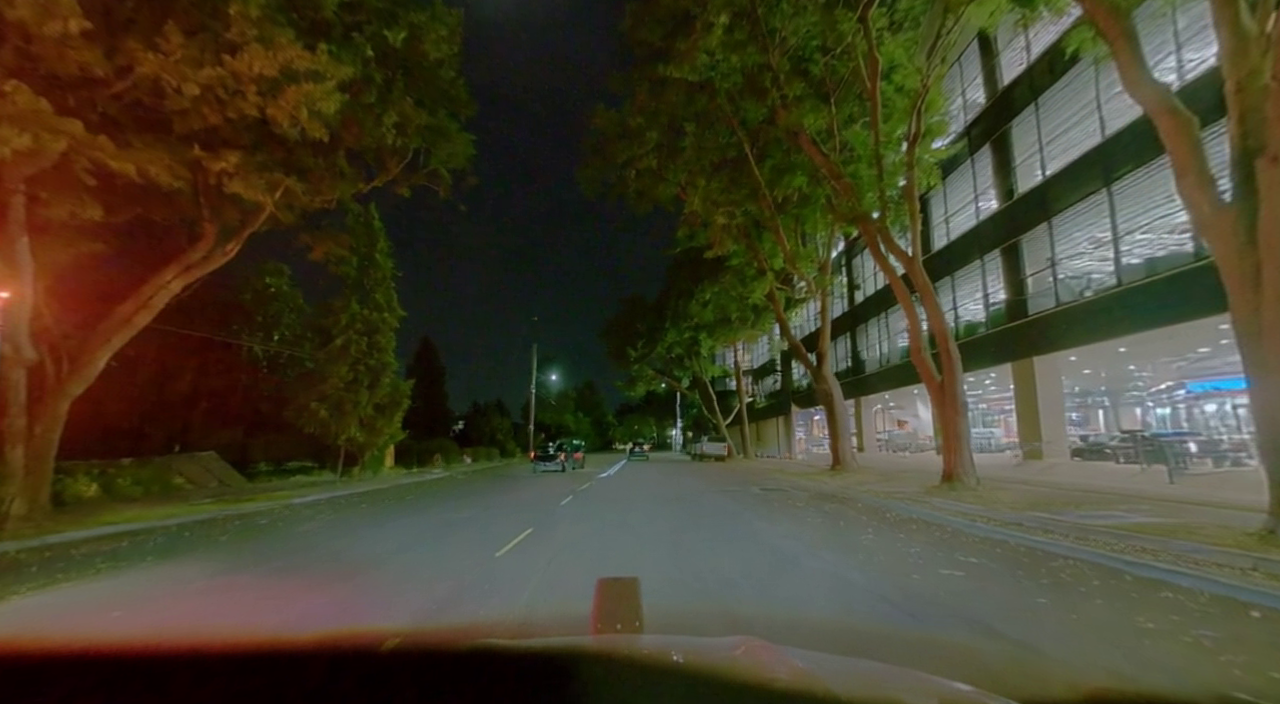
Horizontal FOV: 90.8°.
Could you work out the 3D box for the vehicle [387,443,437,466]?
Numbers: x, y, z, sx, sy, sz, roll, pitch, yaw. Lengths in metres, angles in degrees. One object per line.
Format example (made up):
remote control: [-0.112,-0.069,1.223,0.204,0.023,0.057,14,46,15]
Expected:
vehicle: [-16.632,7.509,46.340,1.850,1.531,4.256,0,-7,4]

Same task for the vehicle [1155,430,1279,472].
vehicle: [26.792,4.511,28.874,4.591,1.808,2.016,0,-9,0]

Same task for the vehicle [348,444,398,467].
vehicle: [-19.651,7.613,46.702,1.880,1.617,3.870,-1,-8,2]

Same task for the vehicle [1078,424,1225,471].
vehicle: [26.004,4.879,32.284,5.596,2.168,2.307,2,-8,-3]

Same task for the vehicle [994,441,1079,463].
vehicle: [26.816,6.789,42.830,4.558,1.452,1.790,0,-8,-1]

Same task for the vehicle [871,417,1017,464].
vehicle: [13.940,4.096,29.271,5.540,2.045,2.259,0,-8,-2]

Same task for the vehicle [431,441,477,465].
vehicle: [-13.768,7.450,46.994,1.888,1.657,4.138,0,-7,5]

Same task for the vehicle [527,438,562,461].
vehicle: [-7.257,7.479,48.583,1.993,1.640,4.457,0,-8,0]

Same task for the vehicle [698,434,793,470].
vehicle: [5.416,5.083,32.217,4.626,1.723,1.939,5,-10,-32]
